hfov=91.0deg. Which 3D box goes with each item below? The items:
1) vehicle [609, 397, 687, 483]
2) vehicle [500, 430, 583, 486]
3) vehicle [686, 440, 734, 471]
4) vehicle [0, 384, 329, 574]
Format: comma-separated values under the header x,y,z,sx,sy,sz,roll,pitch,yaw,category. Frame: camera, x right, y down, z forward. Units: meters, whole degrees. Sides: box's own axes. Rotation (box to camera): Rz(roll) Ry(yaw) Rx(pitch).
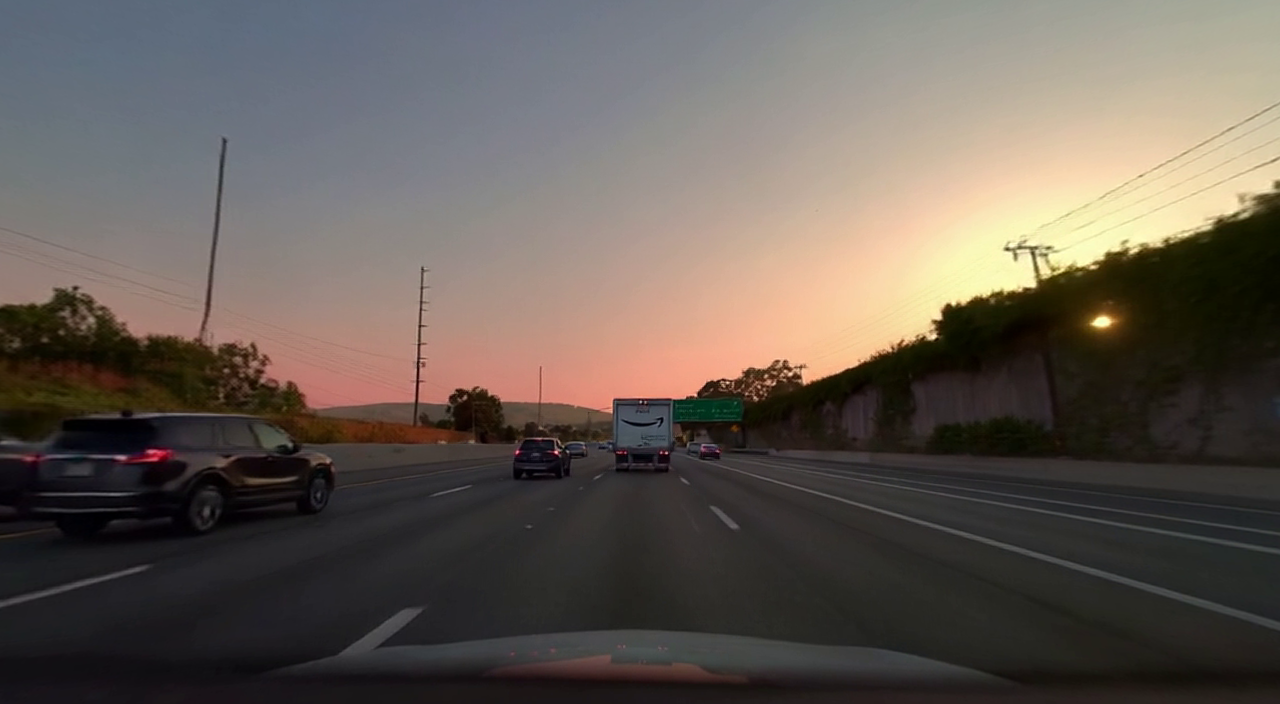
x,y,z,sx,sy,sz,roll,pitch,yaw,category
0.251,3.273,23.221,2.456,2.705,6.251,0,-9,0,vehicle
-3.180,3.545,21.338,2.095,1.688,4.188,0,-9,0,vehicle
3.703,5.546,33.896,1.970,1.499,4.491,1,-8,-1,vehicle
-6.730,1.620,8.815,2.101,1.858,5.071,0,-8,0,vehicle
